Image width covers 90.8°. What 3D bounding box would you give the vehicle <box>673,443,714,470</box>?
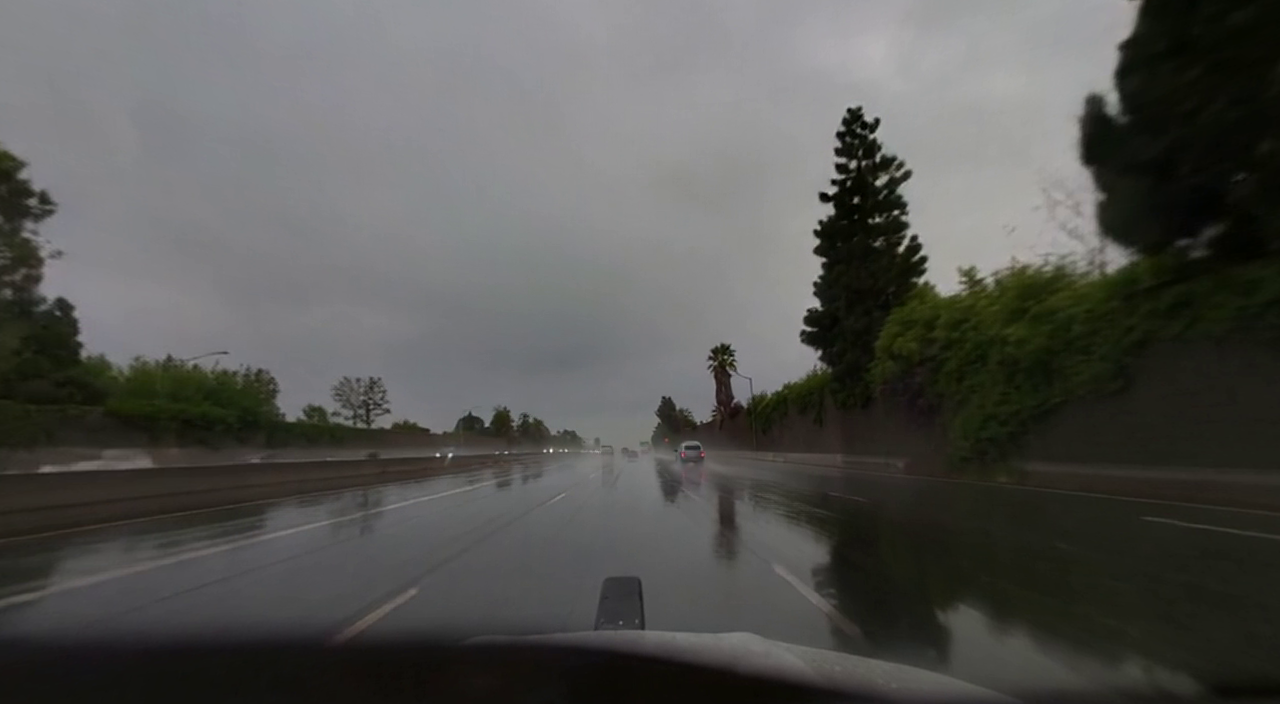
[{"bbox_3d":[3.349,6.693,40.591,2.130,1.677,4.317,0,-9,-2],"label":"vehicle"}]

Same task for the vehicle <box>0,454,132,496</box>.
[{"bbox_3d":[-23.219,4.913,25.653,1.789,1.515,4.010,0,-9,-1],"label":"vehicle"}]

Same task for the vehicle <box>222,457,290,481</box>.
[{"bbox_3d":[-27.058,8.230,44.705,1.849,1.480,4.769,0,-9,-1],"label":"vehicle"}]

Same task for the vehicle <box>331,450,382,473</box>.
[{"bbox_3d":[-19.821,7.632,44.321,1.772,1.506,3.913,0,-9,0],"label":"vehicle"}]
